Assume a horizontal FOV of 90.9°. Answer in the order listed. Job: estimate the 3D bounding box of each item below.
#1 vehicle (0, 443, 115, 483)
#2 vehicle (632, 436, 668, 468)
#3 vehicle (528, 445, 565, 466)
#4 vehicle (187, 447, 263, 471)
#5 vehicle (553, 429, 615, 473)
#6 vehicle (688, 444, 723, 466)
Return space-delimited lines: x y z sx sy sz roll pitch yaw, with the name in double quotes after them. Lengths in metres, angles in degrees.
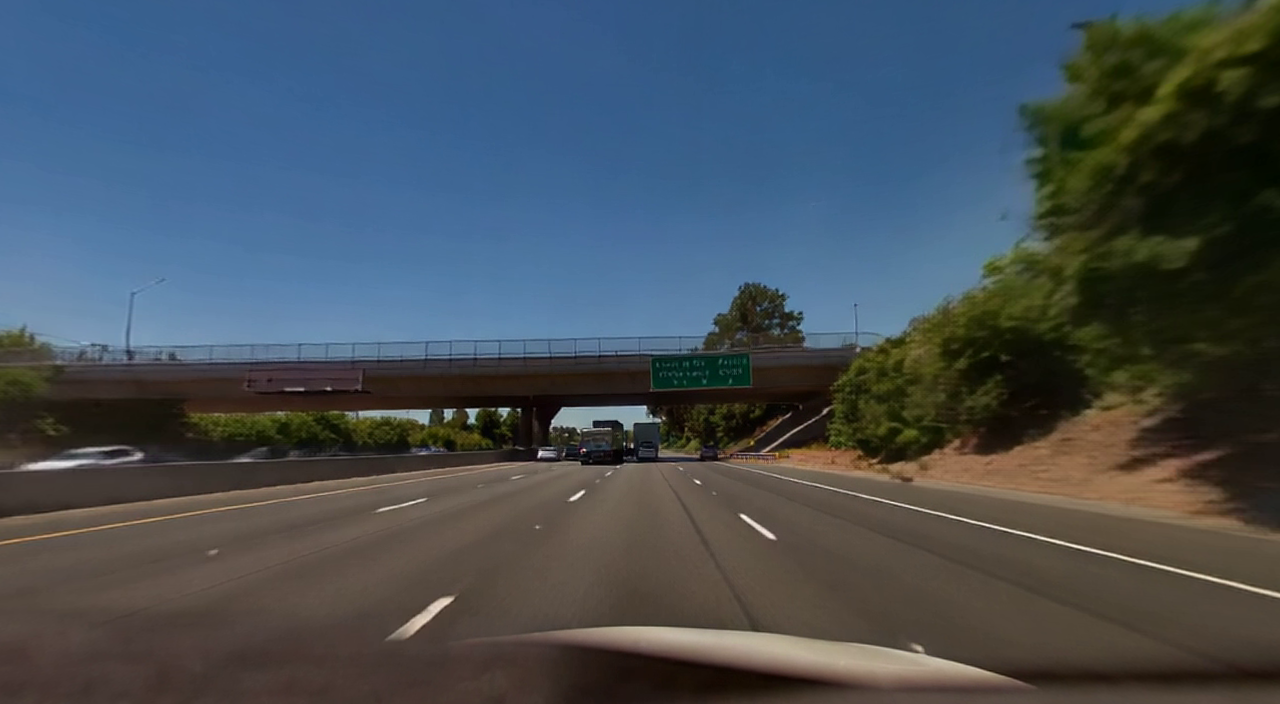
-24.433 4.494 25.962 1.860 1.486 4.350 0 -8 0 "vehicle"
0.630 6.780 43.084 2.309 2.023 5.130 0 -8 0 "vehicle"
-6.902 7.684 47.015 1.965 1.437 4.592 -1 -8 2 "vehicle"
-28.077 7.235 42.855 1.908 1.468 4.683 0 -8 1 "vehicle"
-3.427 6.700 43.425 2.854 2.379 16.653 -1 -8 0 "vehicle"
4.677 7.376 45.485 1.993 1.474 4.230 0 -8 -1 "vehicle"
